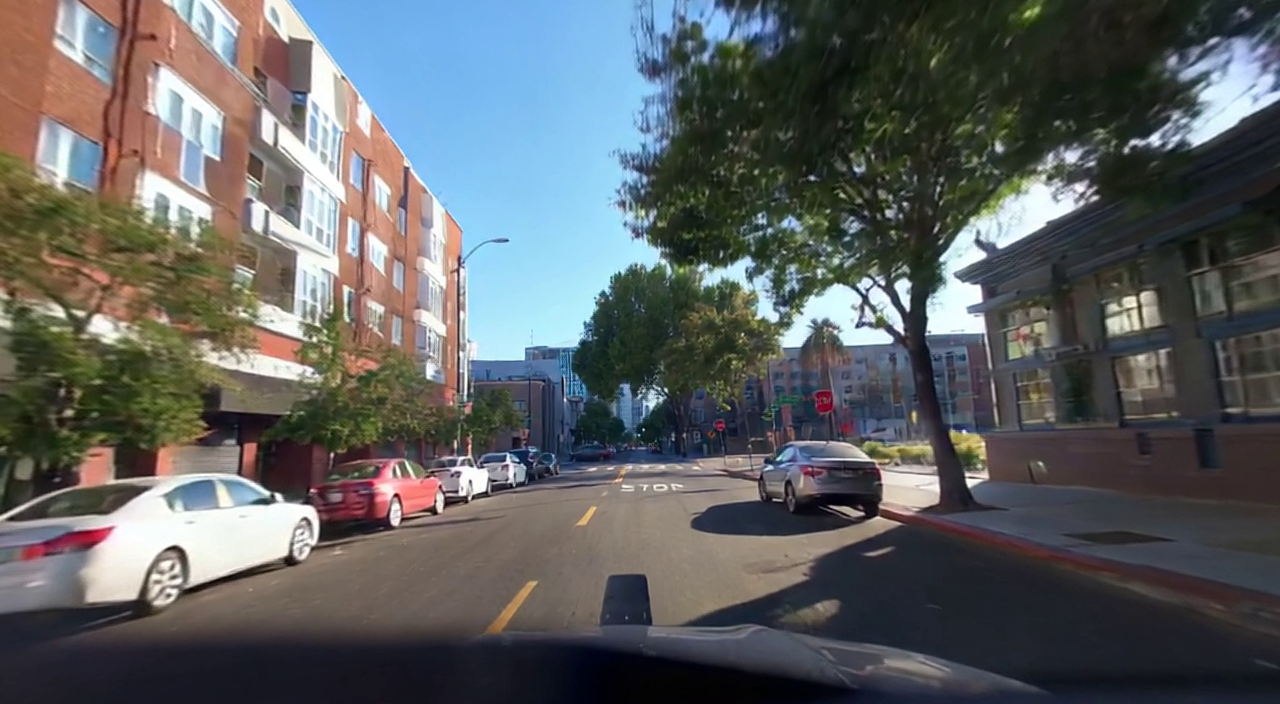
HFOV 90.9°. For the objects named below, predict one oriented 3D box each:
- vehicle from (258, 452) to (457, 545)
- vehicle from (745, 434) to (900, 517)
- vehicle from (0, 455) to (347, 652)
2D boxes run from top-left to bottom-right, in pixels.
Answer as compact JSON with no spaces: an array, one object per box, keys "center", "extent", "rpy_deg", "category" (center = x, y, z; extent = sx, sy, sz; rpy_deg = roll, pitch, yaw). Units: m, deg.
[{"center":[-5.432,2.839,13.042],"extent":[1.873,1.448,5.013],"rpy_deg":[0,-8,-1],"category":"vehicle"},{"center":[3.845,2.664,14.148],"extent":[1.978,1.554,4.192],"rpy_deg":[0,-8,-4],"category":"vehicle"},{"center":[-5.382,1.958,7.204],"extent":[2.089,1.463,4.350],"rpy_deg":[0,-8,-2],"category":"vehicle"}]
